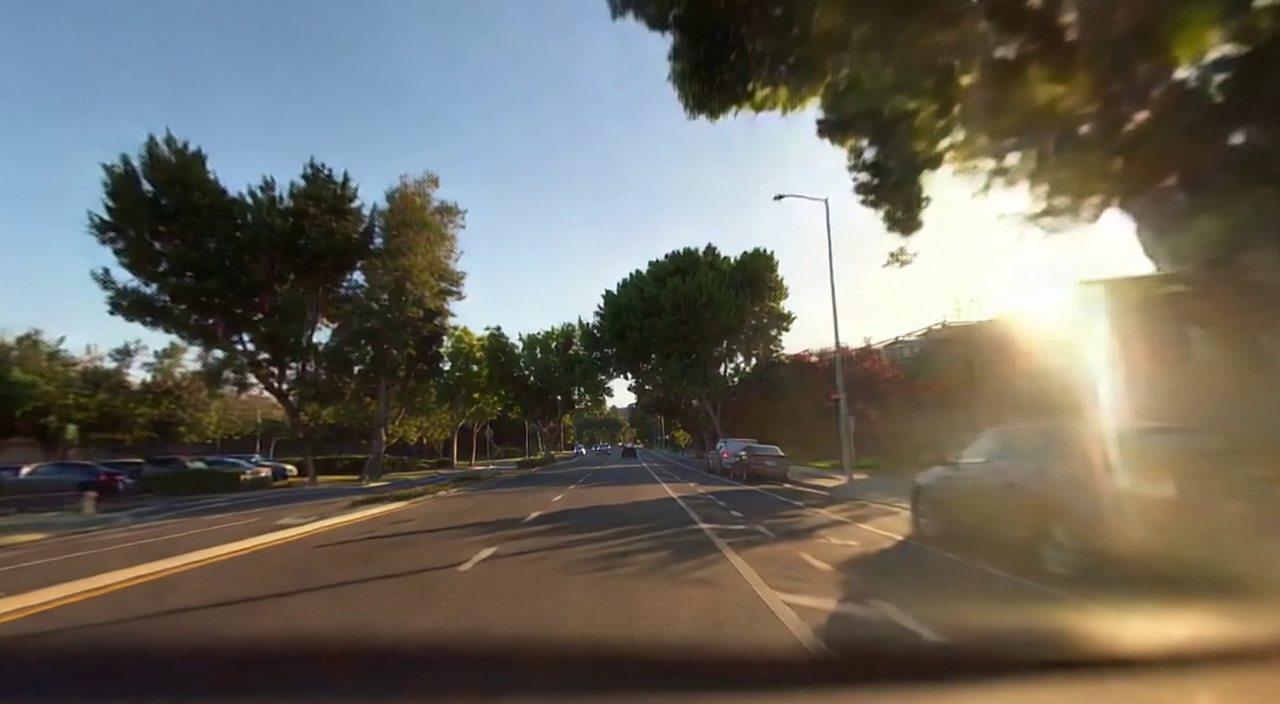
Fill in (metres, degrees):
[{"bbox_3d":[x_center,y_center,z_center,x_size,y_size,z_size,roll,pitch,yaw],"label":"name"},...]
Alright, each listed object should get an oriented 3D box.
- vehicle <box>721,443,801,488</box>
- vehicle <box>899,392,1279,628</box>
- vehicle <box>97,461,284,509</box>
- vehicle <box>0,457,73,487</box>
[{"bbox_3d":[4.269,4.052,22.966,1.935,1.433,4.241,0,-8,-2],"label":"vehicle"},{"bbox_3d":[4.767,1.479,6.870,2.028,1.731,4.241,0,-8,-1],"label":"vehicle"},{"bbox_3d":[-15.555,4.616,22.119,4.826,1.491,2.086,1,-8,-4],"label":"vehicle"},{"bbox_3d":[-37.427,7.196,38.074,4.414,1.651,1.912,5,-10,-31],"label":"vehicle"}]
